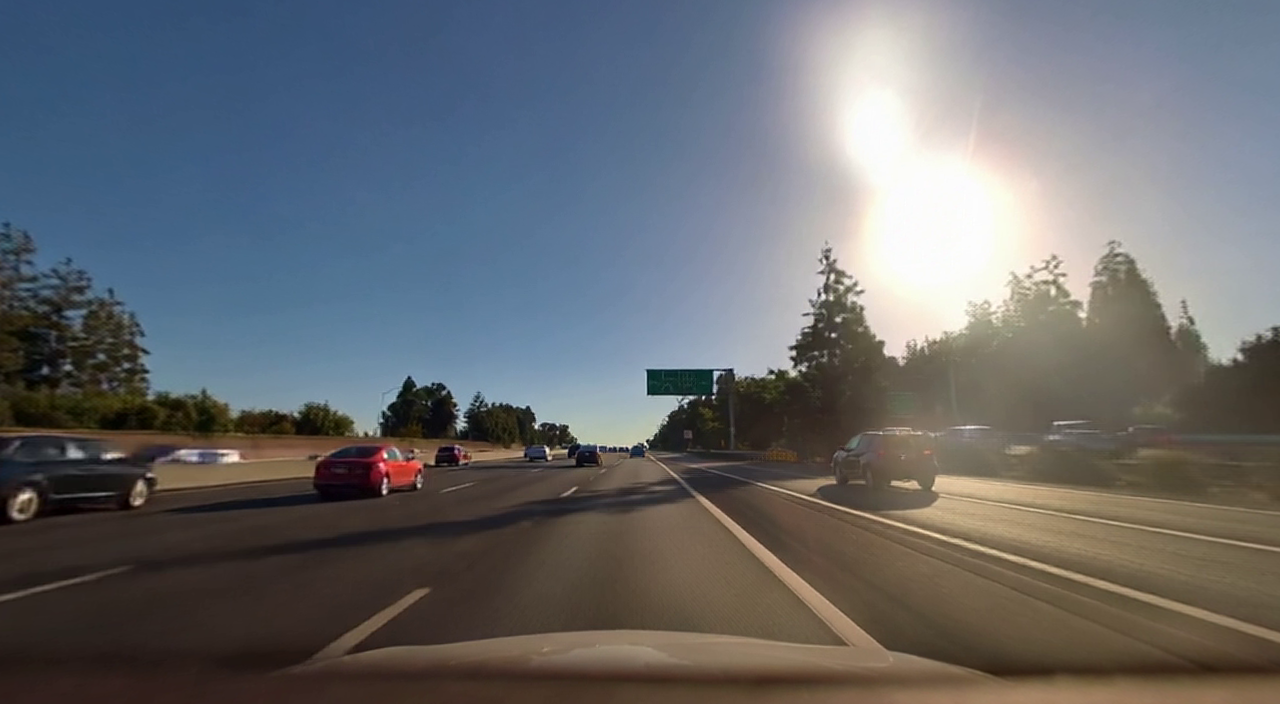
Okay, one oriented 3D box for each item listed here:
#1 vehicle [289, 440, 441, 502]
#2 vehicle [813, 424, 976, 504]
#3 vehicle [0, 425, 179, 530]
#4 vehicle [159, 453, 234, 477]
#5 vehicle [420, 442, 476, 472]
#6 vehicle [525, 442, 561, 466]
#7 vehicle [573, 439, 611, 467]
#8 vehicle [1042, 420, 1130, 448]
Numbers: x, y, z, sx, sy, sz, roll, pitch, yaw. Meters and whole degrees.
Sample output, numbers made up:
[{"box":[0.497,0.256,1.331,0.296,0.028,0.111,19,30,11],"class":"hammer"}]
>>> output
[{"box":[-7.414,3.250,17.613,2.071,1.486,4.703,0,-9,1],"class":"vehicle"},{"box":[6.520,2.938,16.910,2.259,1.816,4.862,0,-9,-1],"class":"vehicle"},{"box":[-11.126,2.204,11.404,2.107,1.628,4.446,0,-9,1],"class":"vehicle"},{"box":[-33.029,8.438,47.102,1.968,1.583,5.035,-2,-9,0],"class":"vehicle"},{"box":[-11.266,6.190,37.280,1.958,1.633,4.302,0,-9,0],"class":"vehicle"},{"box":[-7.608,8.055,49.930,2.087,1.755,4.457,0,-9,1],"class":"vehicle"},{"box":[-3.527,7.544,47.125,2.288,1.962,5.119,0,-9,1],"class":"vehicle"},{"box":[26.009,4.866,36.949,1.884,1.571,4.352,0,-9,-1],"class":"vehicle"}]
